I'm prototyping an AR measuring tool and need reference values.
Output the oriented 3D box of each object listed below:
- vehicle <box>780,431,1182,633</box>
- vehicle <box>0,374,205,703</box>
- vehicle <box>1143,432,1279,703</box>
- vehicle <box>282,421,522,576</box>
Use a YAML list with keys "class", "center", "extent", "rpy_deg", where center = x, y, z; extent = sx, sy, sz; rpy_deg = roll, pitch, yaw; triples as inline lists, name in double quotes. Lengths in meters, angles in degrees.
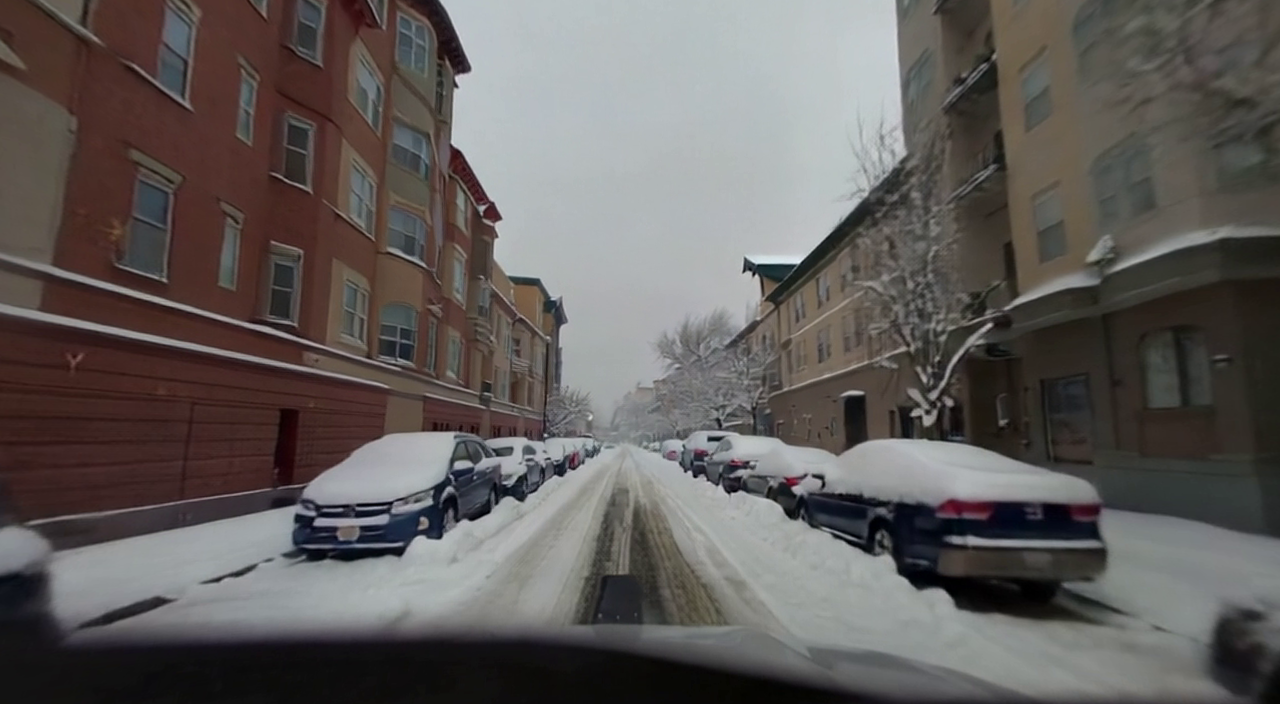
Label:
- class: "vehicle"
  center: [3.285, 1.755, 7.413]
  extent: [1.968, 1.595, 4.543]
  rpy_deg: [1, -8, -4]
- class: "vehicle"
  center: [-3.220, 0.801, 1.026]
  extent: [2.175, 1.710, 4.000]
  rpy_deg: [-2, -9, -1]
- class: "vehicle"
  center: [3.516, 0.878, 0.859]
  extent: [1.904, 1.476, 4.480]
  rpy_deg: [3, -8, -2]
- class: "vehicle"
  center: [-3.281, 1.991, 9.791]
  extent: [2.081, 1.679, 4.506]
  rpy_deg: [-3, -6, -1]
